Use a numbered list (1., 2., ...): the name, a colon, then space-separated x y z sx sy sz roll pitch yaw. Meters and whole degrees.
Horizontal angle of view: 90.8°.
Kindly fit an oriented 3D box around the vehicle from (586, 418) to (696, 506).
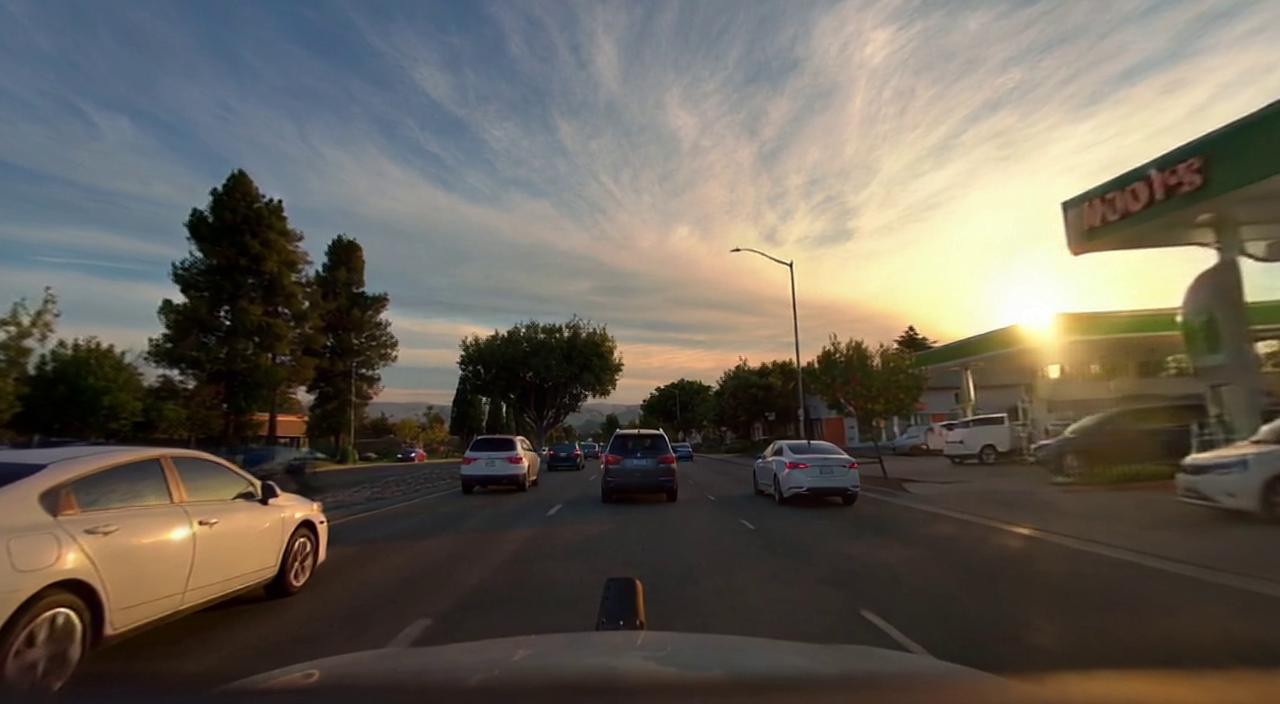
1. vehicle: 0.006 2.603 15.275 2.279 1.803 4.254 0 -8 0

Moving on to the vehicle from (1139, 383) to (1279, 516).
1. vehicle: 11.611 1.402 9.580 5.966 1.991 2.353 -10 -12 41

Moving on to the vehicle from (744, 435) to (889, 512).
1. vehicle: 3.778 2.670 14.492 1.888 1.456 4.589 0 -8 -2

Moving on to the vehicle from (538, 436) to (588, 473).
1. vehicle: -3.618 4.915 30.444 1.871 1.673 3.920 0 -8 1

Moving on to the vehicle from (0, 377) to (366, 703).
1. vehicle: -3.616 1.125 4.122 1.864 1.574 4.031 0 -8 -1

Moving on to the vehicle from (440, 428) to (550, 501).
1. vehicle: -3.727 2.961 17.021 1.932 1.695 4.150 0 -8 1

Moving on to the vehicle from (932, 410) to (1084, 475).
1. vehicle: 11.914 3.007 20.964 2.102 1.887 4.673 0 -8 -1
